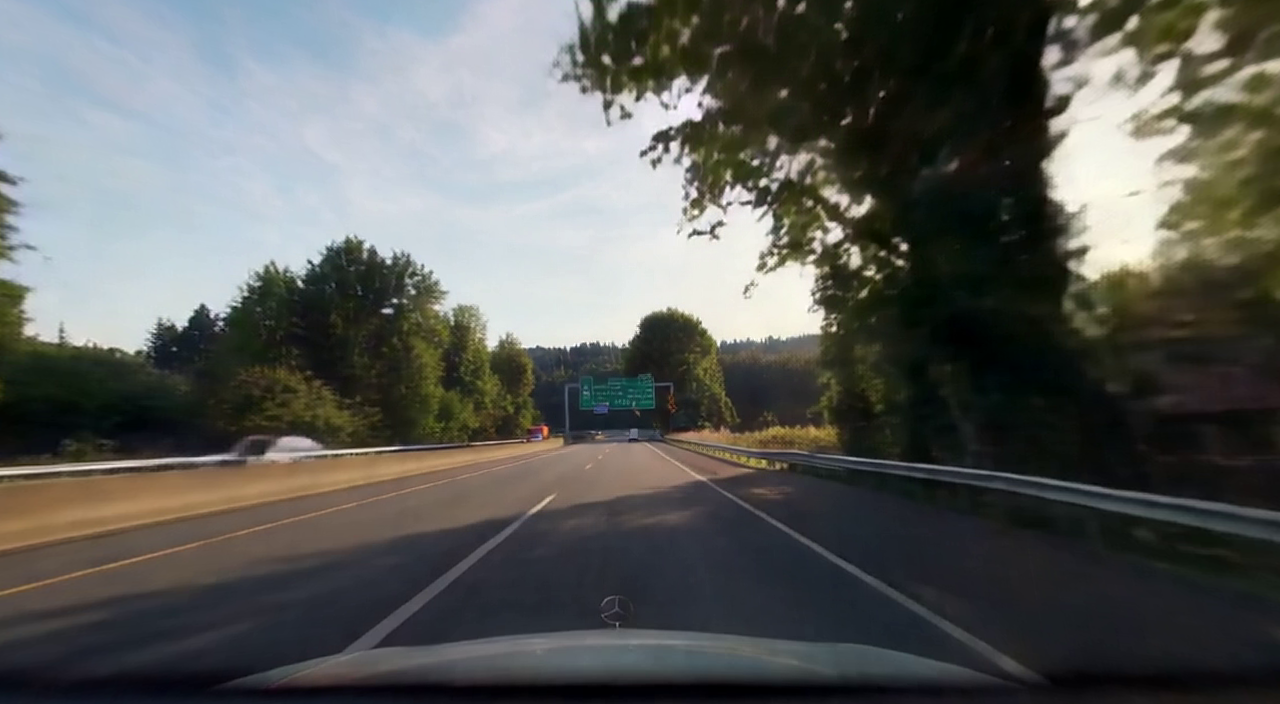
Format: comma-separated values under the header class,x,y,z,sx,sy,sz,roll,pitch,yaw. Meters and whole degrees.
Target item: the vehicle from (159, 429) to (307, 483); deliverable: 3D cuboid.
class,x,y,z,sx,sy,sz,roll,pitch,yaw
vehicle,-12.866,3.277,20.320,1.875,1.534,4.410,0,-8,-1
